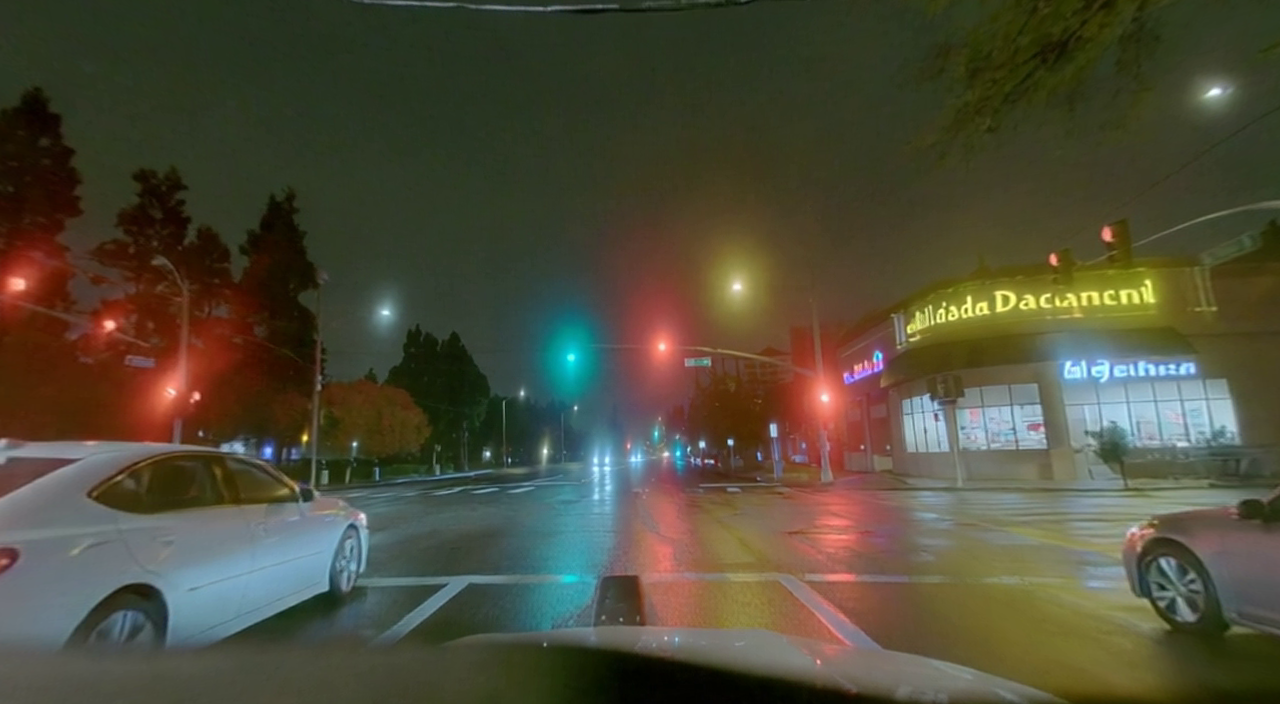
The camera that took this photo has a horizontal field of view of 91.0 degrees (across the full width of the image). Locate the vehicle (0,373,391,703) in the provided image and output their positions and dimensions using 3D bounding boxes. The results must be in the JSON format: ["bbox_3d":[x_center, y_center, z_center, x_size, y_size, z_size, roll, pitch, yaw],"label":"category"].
[{"bbox_3d":[-3.491,1.139,4.059,1.947,1.627,4.248,0,-9,1],"label":"vehicle"}]

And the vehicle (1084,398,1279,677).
[{"bbox_3d":[4.850,1.015,3.112,2.039,1.655,4.495,0,-9,1],"label":"vehicle"}]
